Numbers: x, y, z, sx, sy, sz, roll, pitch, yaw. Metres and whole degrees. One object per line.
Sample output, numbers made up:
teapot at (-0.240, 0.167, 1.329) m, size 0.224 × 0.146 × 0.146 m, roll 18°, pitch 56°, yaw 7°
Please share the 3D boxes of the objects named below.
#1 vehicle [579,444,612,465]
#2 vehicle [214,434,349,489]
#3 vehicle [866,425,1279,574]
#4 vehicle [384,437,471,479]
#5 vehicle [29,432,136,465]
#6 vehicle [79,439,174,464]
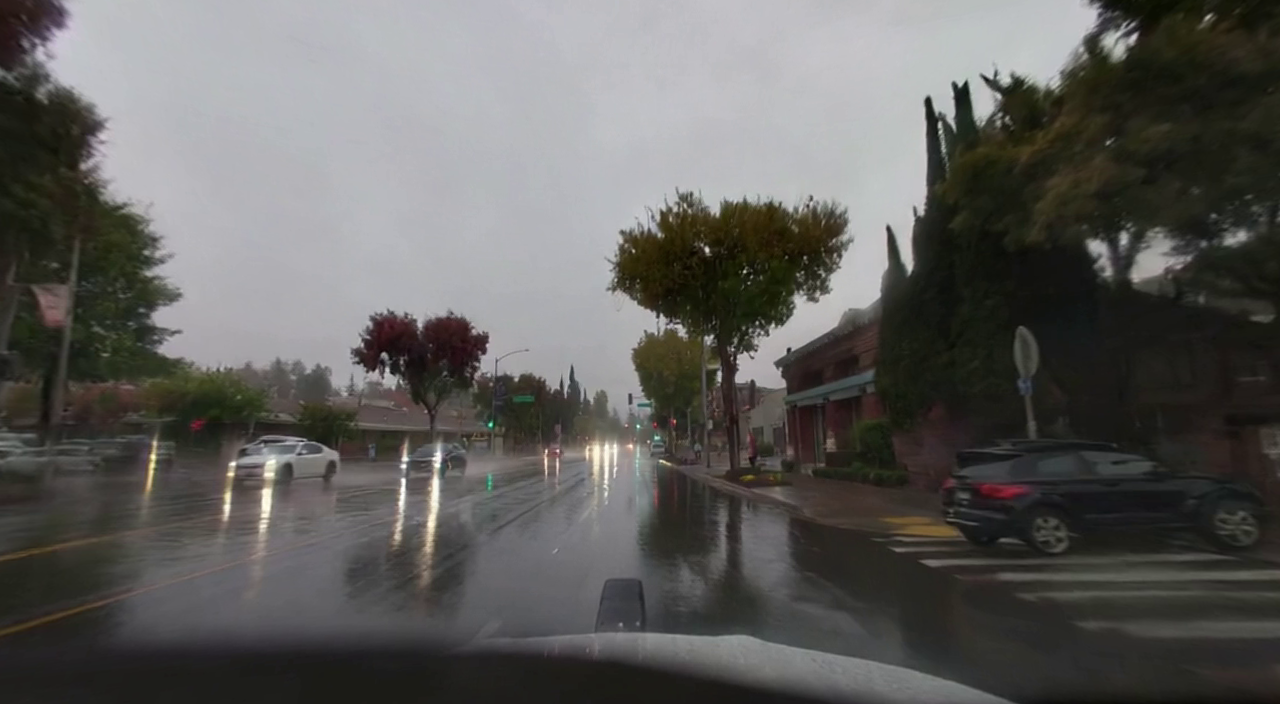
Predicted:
vehicle at (-3.243, 7.606, 47.016) m, size 2.122 × 1.469 × 4.388 m, roll 0°, pitch -8°, yaw 0°
vehicle at (-12.507, 3.834, 22.470) m, size 2.046 × 1.716 × 4.423 m, roll 0°, pitch -8°, yaw 2°
vehicle at (5.651, 1.667, 7.641) m, size 5.022 × 1.487 × 2.268 m, roll -1°, pitch -8°, yaw 5°
vehicle at (-9.144, 4.591, 27.615) m, size 2.052 × 1.676 × 4.463 m, roll -1°, pitch -8°, yaw 3°
vehicle at (-33.328, 5.779, 38.017) m, size 2.110 × 1.850 × 4.864 m, roll 0°, pitch -8°, yaw -3°
vehicle at (-30.878, 5.991, 38.178) m, size 1.802 × 1.437 × 4.596 m, roll 0°, pitch -8°, yaw 1°
